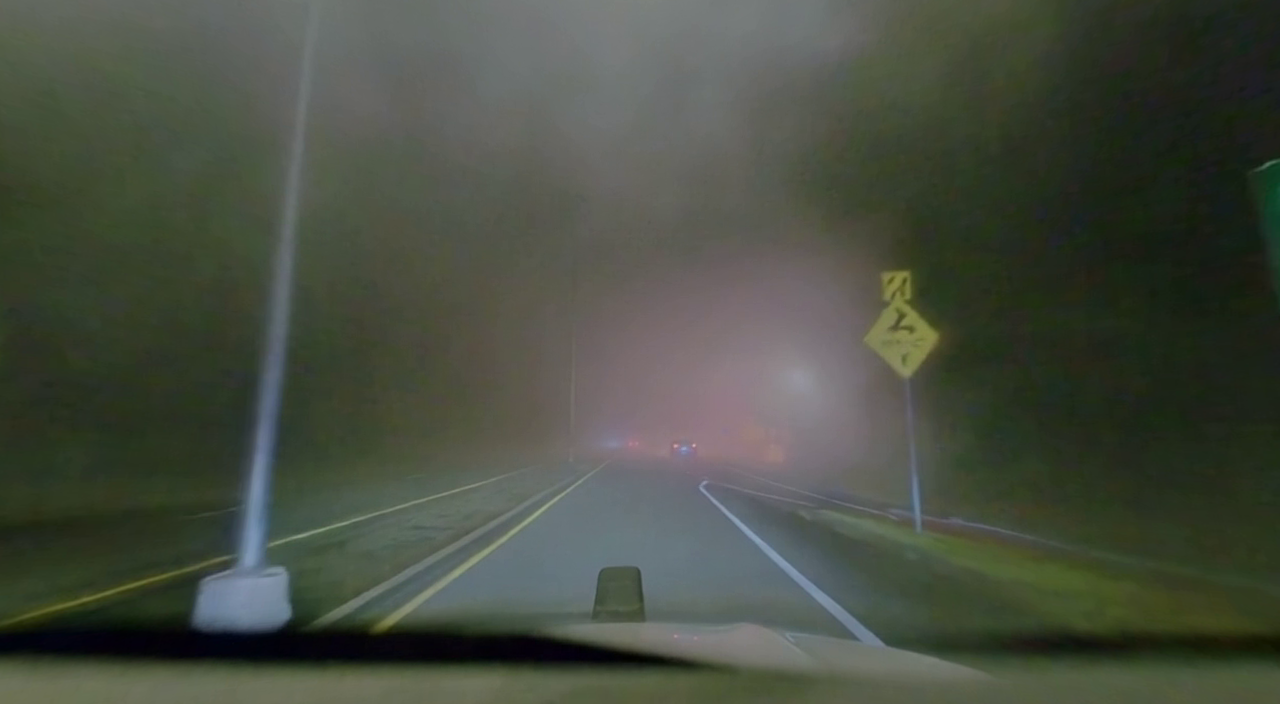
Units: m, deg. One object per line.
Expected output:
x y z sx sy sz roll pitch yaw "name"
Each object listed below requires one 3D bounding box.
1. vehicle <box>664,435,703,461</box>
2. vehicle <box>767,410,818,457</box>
3.090 6.951 45.947 2.183 1.744 4.424 0 -8 -4 "vehicle"
10.915 5.893 45.433 3.250 3.147 4.411 -3 -9 13 "vehicle"
